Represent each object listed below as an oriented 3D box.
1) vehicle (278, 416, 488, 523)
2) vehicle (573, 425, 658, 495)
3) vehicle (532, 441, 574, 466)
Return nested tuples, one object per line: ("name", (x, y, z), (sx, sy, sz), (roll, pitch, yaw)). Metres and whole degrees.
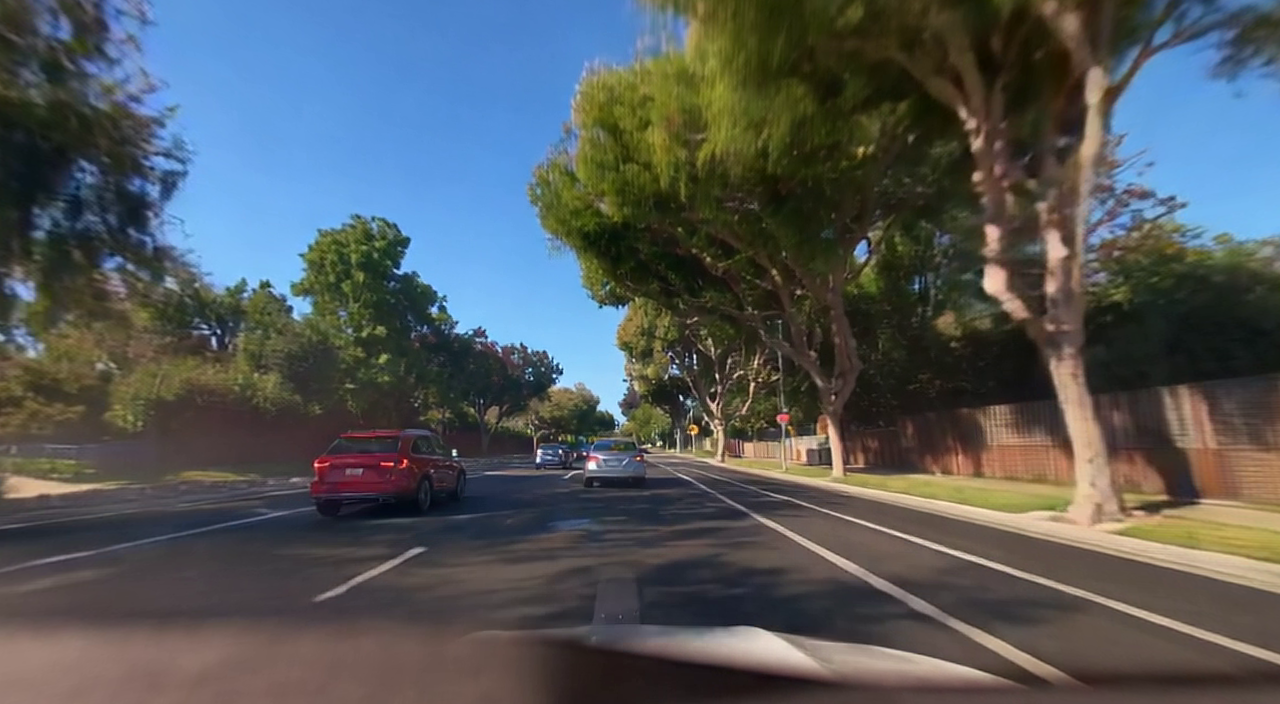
("vehicle", (-4.724, 2.250, 12.608), (2.243, 1.722, 4.621), (0, -8, 0))
("vehicle", (-0.643, 3.047, 18.133), (2.131, 1.761, 4.242), (0, -8, -1))
("vehicle", (-5.424, 6.406, 40.022), (2.014, 1.493, 4.658), (0, -8, 0))
